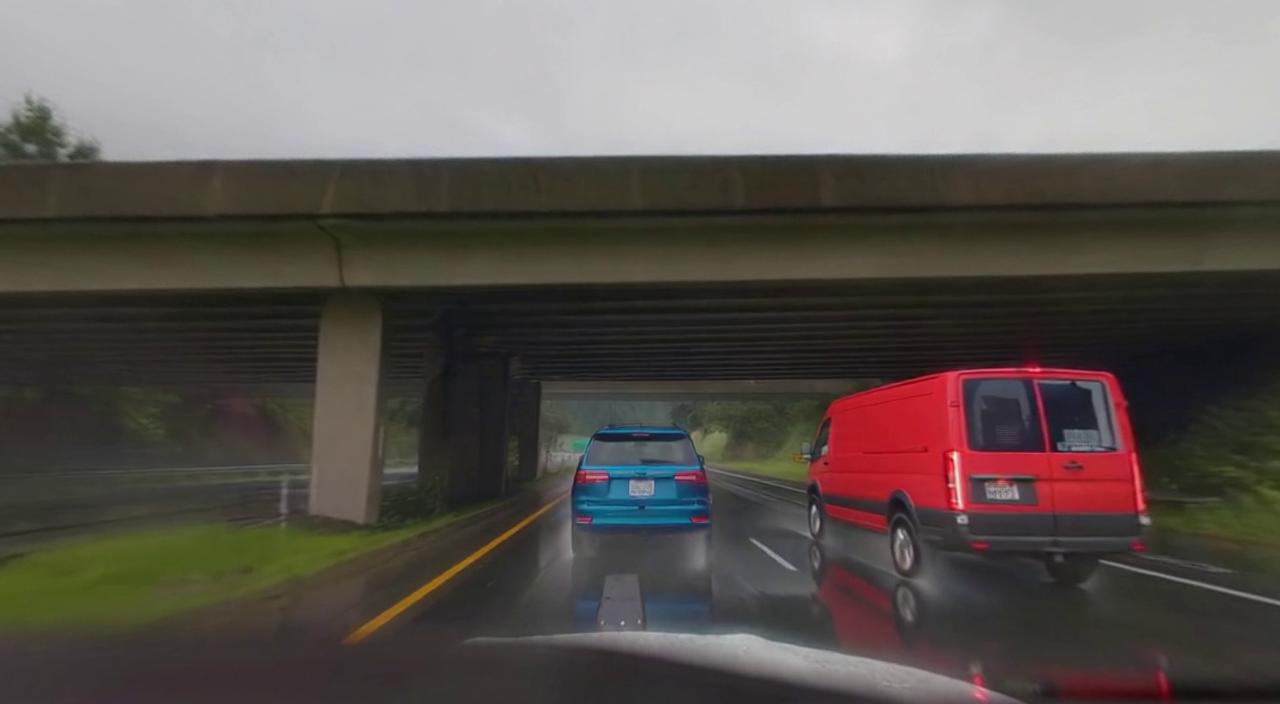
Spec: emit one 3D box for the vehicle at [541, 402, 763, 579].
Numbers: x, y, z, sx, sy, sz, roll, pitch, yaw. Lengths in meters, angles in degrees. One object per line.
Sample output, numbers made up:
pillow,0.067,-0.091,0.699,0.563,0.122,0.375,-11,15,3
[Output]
vehicle,0.129,1.752,8.629,2.288,1.823,4.059,0,-9,0
